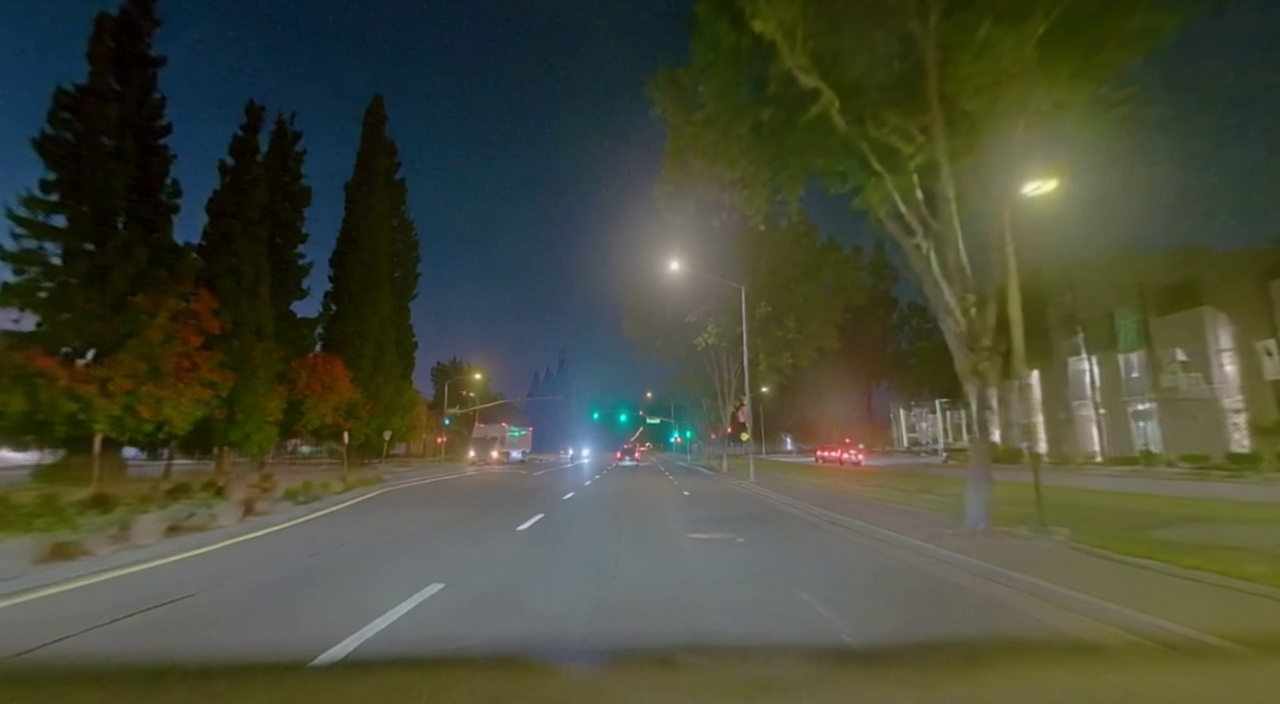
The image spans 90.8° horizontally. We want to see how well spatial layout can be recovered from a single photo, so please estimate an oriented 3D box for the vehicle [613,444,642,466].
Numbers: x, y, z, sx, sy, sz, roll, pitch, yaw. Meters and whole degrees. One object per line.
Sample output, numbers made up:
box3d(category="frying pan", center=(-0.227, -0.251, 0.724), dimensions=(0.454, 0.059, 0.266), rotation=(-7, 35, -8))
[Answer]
box3d(category="vehicle", center=(-0.888, 7.704, 47.435), dimensions=(2.011, 1.498, 4.914), rotation=(0, -9, 1))
